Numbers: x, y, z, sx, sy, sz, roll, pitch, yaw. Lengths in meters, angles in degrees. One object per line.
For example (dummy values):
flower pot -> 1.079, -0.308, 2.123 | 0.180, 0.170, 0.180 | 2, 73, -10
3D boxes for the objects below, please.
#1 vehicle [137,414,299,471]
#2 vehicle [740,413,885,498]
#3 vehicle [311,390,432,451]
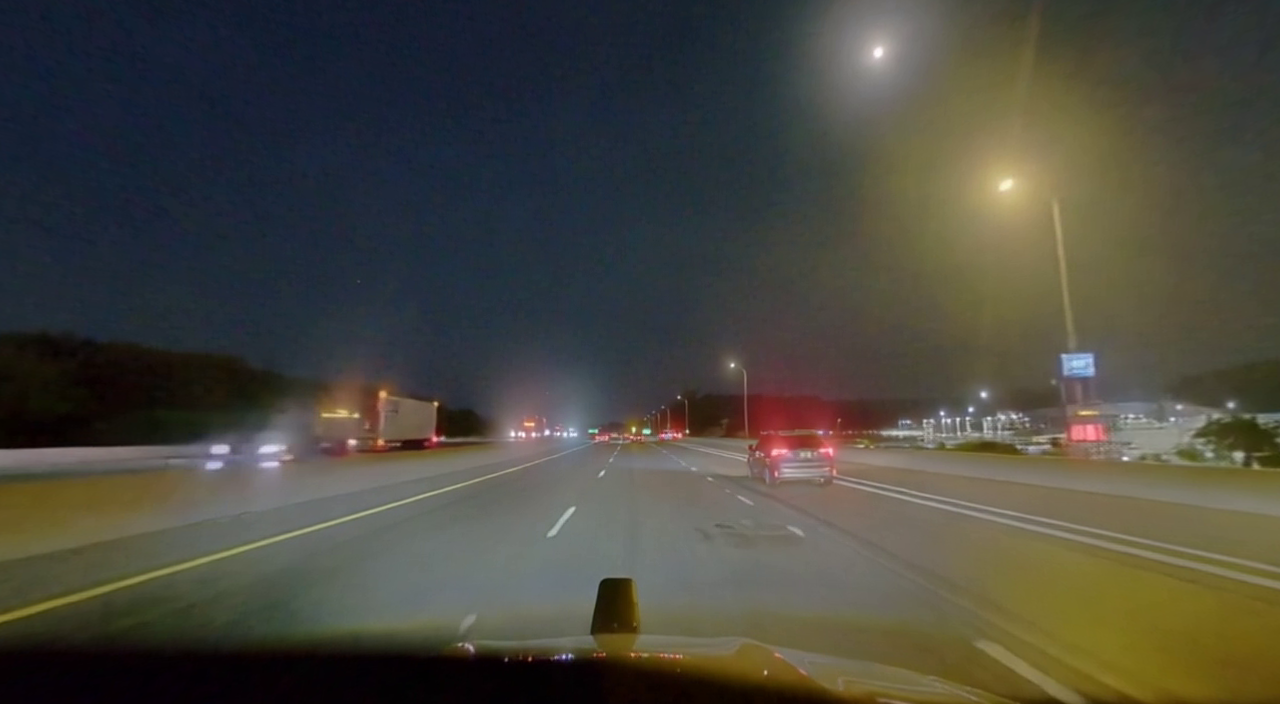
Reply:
vehicle -> -12.396, 2.700, 18.928 | 2.014, 1.527, 4.172 | 0, -8, -1
vehicle -> 3.698, 2.310, 14.437 | 2.022, 1.637, 4.229 | 0, -8, -2
vehicle -> -19.325, 5.307, 47.068 | 2.981, 3.857, 14.529 | 0, -8, -1
